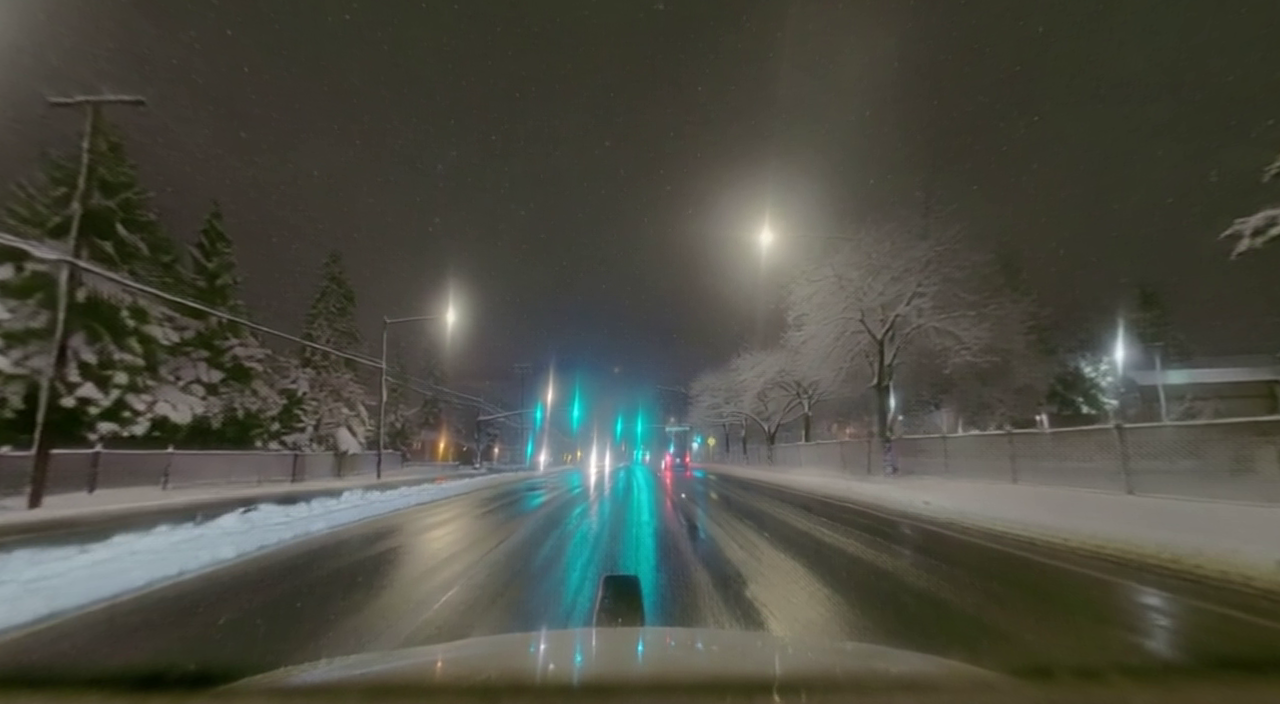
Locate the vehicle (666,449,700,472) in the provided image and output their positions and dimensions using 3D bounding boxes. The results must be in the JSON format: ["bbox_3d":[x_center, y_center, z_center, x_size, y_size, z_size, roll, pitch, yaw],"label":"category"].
[{"bbox_3d":[2.965,7.590,44.322,2.105,1.490,4.008,0,-9,0],"label":"vehicle"}]
